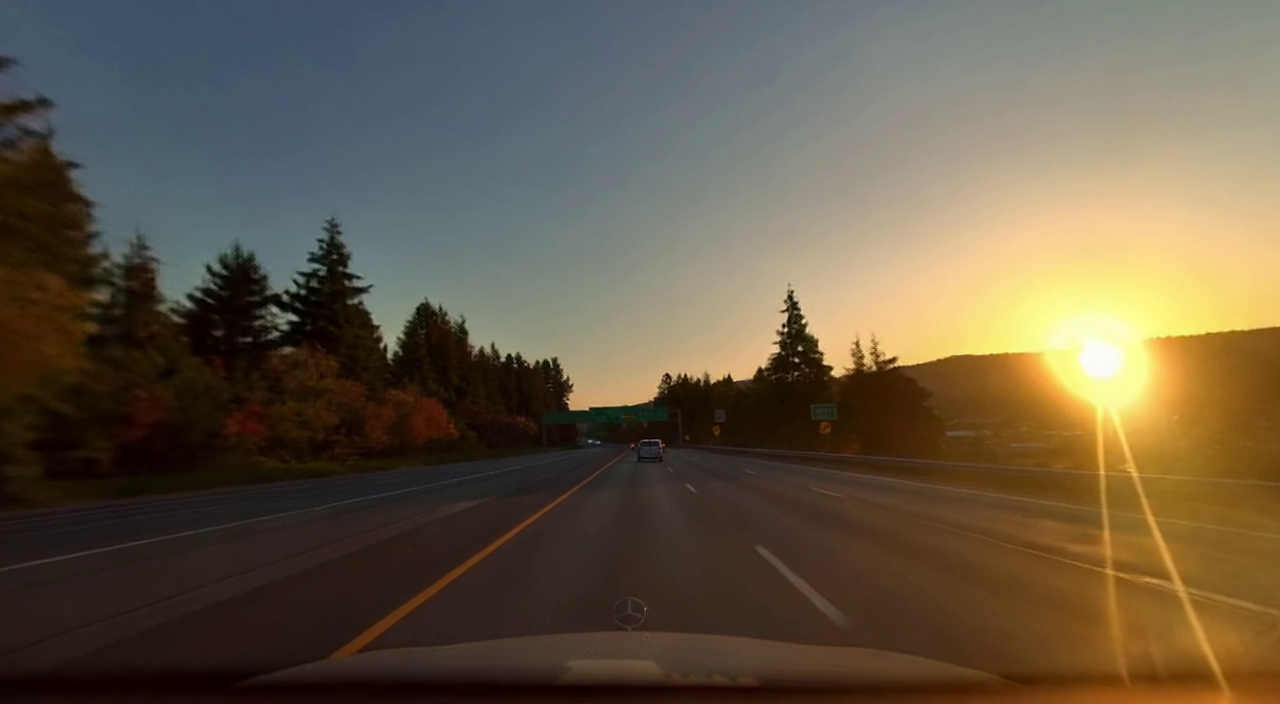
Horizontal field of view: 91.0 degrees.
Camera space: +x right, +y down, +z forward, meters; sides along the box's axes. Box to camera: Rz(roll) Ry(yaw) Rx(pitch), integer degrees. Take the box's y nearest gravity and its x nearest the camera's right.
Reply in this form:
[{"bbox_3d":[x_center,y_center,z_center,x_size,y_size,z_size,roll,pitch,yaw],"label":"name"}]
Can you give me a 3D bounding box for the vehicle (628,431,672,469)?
[{"bbox_3d":[0.564,5.476,35.308,2.301,1.944,4.554,0,-8,1],"label":"vehicle"}]
